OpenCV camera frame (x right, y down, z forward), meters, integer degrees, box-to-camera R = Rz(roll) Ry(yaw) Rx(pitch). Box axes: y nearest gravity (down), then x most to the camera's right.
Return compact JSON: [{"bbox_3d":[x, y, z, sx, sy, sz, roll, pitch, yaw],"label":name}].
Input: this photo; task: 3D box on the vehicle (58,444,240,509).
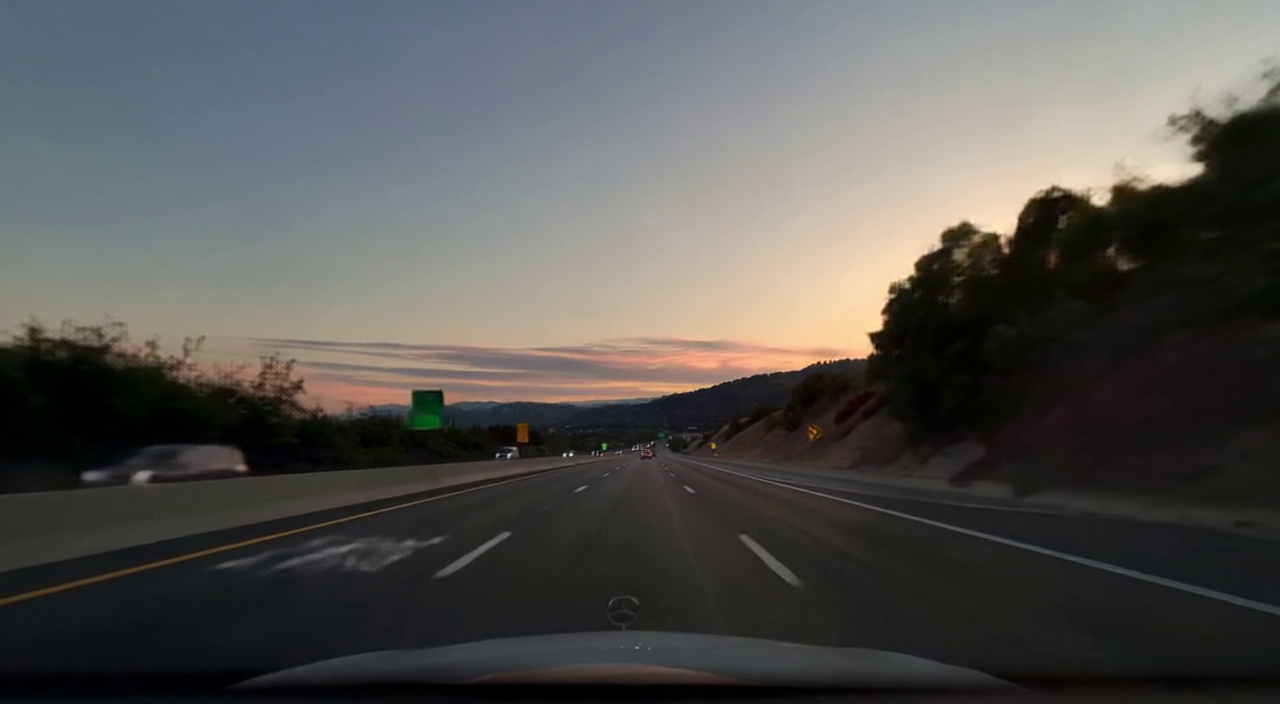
[{"bbox_3d":[-15.795,3.984,20.715,2.051,1.861,4.741,0,-9,1],"label":"vehicle"}]
